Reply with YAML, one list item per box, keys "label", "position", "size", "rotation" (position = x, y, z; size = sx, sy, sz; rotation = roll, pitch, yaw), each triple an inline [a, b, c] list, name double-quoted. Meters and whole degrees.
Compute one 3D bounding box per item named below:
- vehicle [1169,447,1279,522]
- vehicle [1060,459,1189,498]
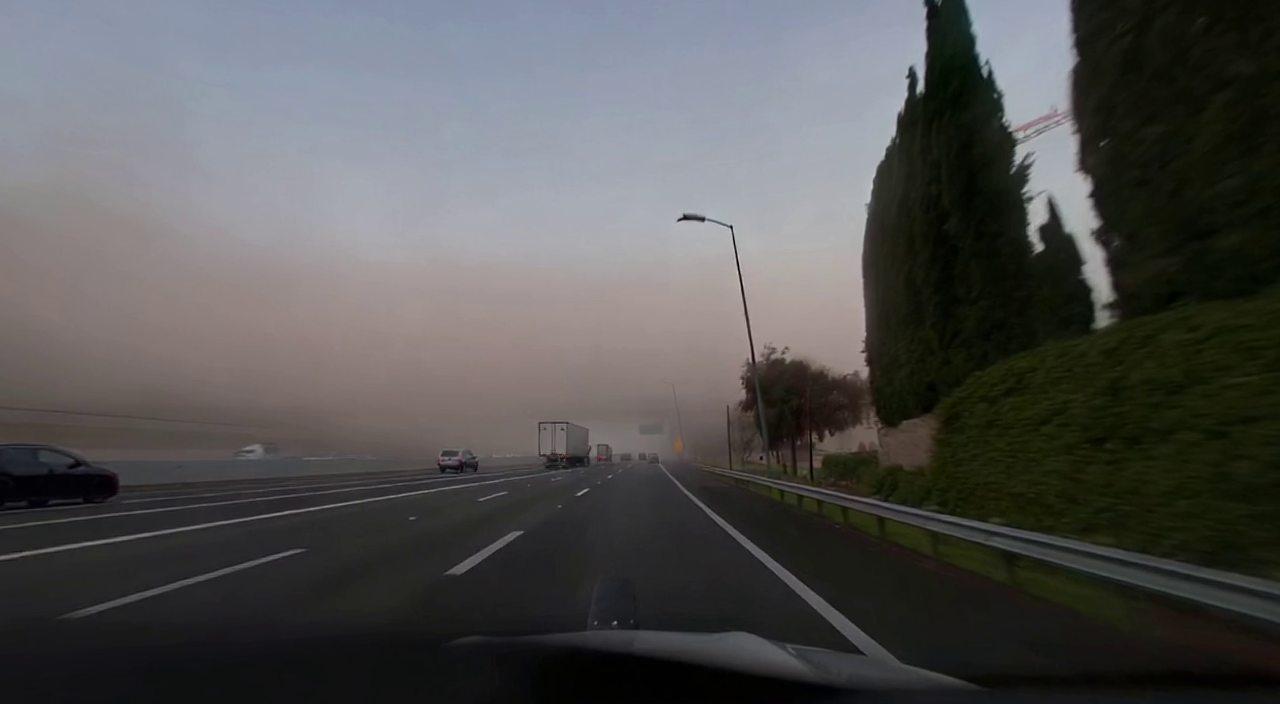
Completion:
- label: "vehicle"
  position: [22.637, 4.416, 21.369]
  size: [6.961, 2.343, 2.575]
  rotation: [0, -9, 1]
- label: "vehicle"
  position: [22.936, 5.998, 30.055]
  size: [4.487, 1.718, 1.883]
  rotation: [0, -9, 2]
